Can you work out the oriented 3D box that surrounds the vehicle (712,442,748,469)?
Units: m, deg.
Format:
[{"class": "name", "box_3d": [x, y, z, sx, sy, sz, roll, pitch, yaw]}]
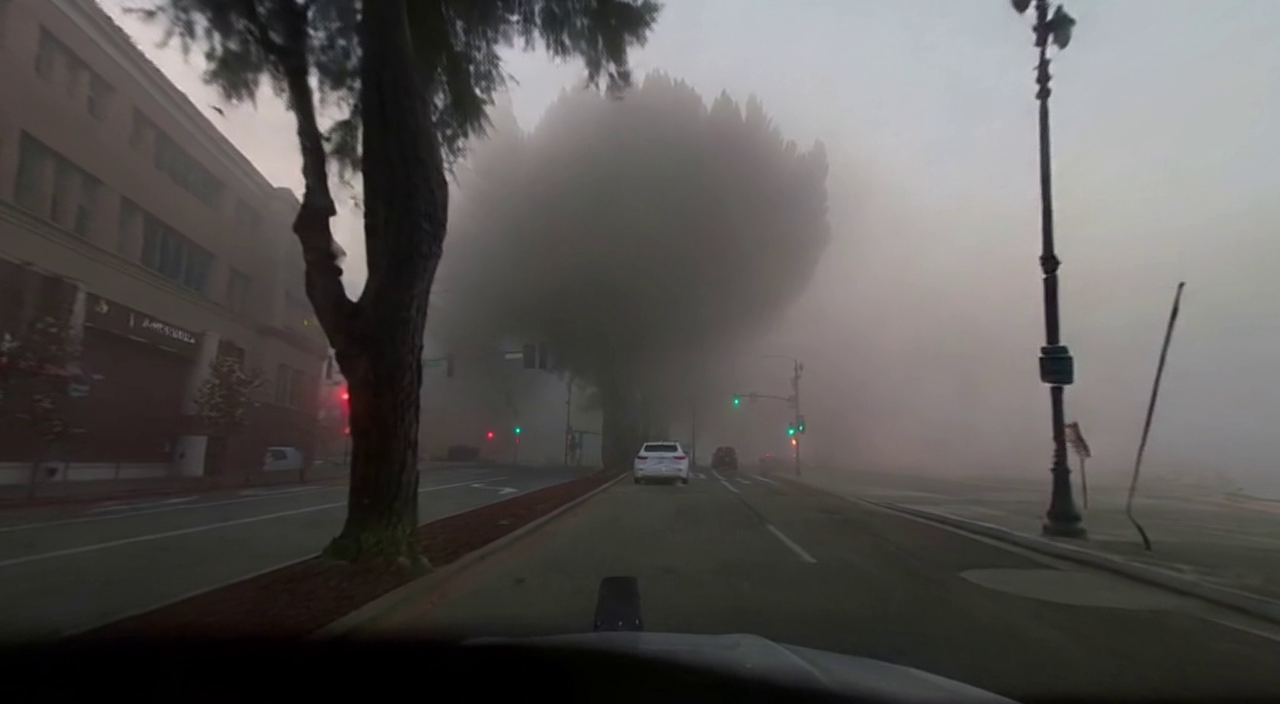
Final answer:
[{"class": "vehicle", "box_3d": [6.404, 7.414, 45.546, 2.092, 1.851, 4.913, 0, -8, 2]}]

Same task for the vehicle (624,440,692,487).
[{"class": "vehicle", "box_3d": [0.732, 3.904, 22.512, 2.173, 1.479, 4.264, -1, -8, 4]}]
